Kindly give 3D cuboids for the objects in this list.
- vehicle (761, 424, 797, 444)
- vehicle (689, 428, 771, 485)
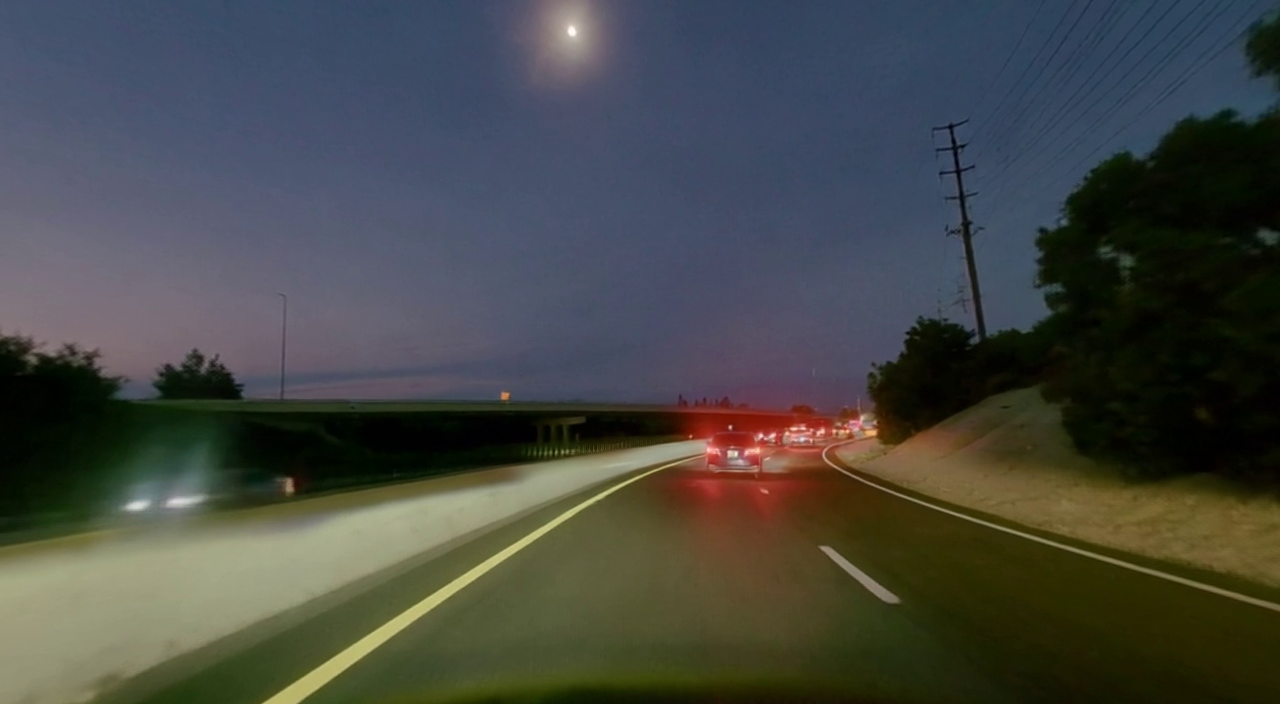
[{"bbox_3d":[10.805,6.395,48.756,1.931,1.485,4.191,-4,-9,23],"label":"vehicle"},{"bbox_3d":[2.630,3.057,18.661,2.091,1.482,4.321,-1,-9,7],"label":"vehicle"}]
